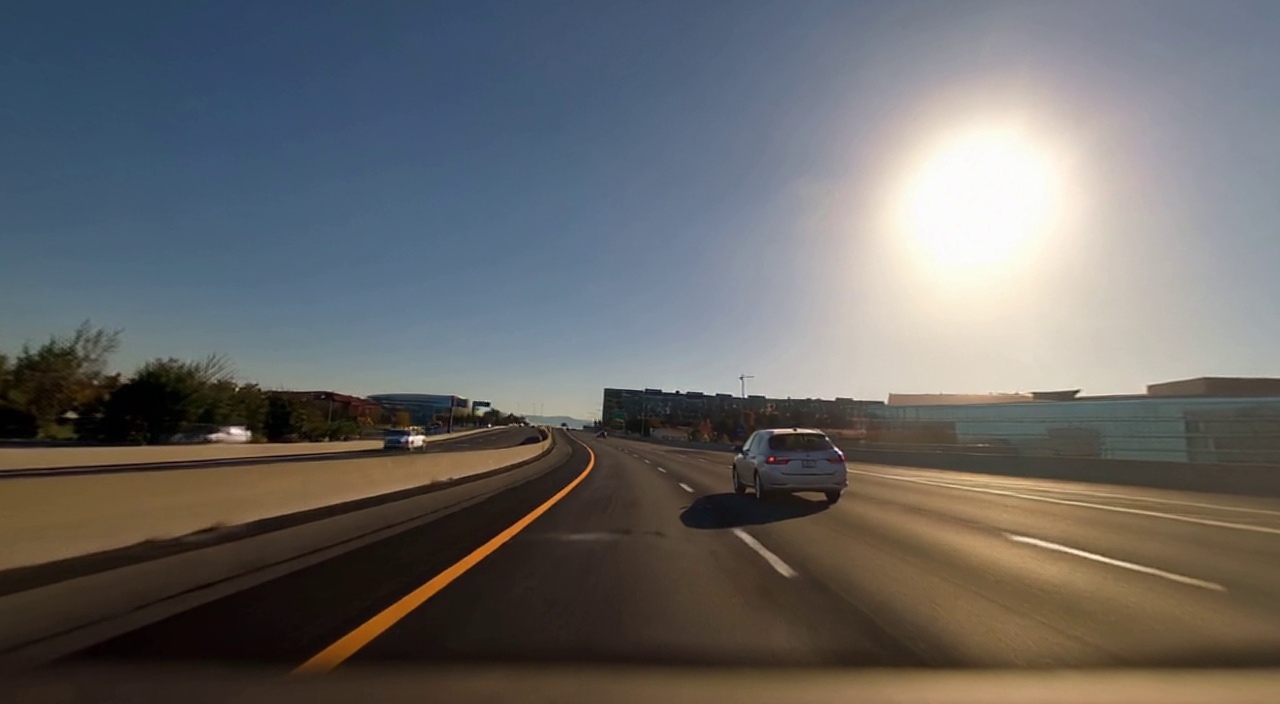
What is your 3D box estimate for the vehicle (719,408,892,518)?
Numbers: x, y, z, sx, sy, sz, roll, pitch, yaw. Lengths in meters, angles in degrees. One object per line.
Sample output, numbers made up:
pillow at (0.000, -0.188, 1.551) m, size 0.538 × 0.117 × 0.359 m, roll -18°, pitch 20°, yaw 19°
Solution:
vehicle at (2.894, 2.065, 12.179) m, size 2.059 × 1.715 × 4.192 m, roll 0°, pitch -8°, yaw -2°
